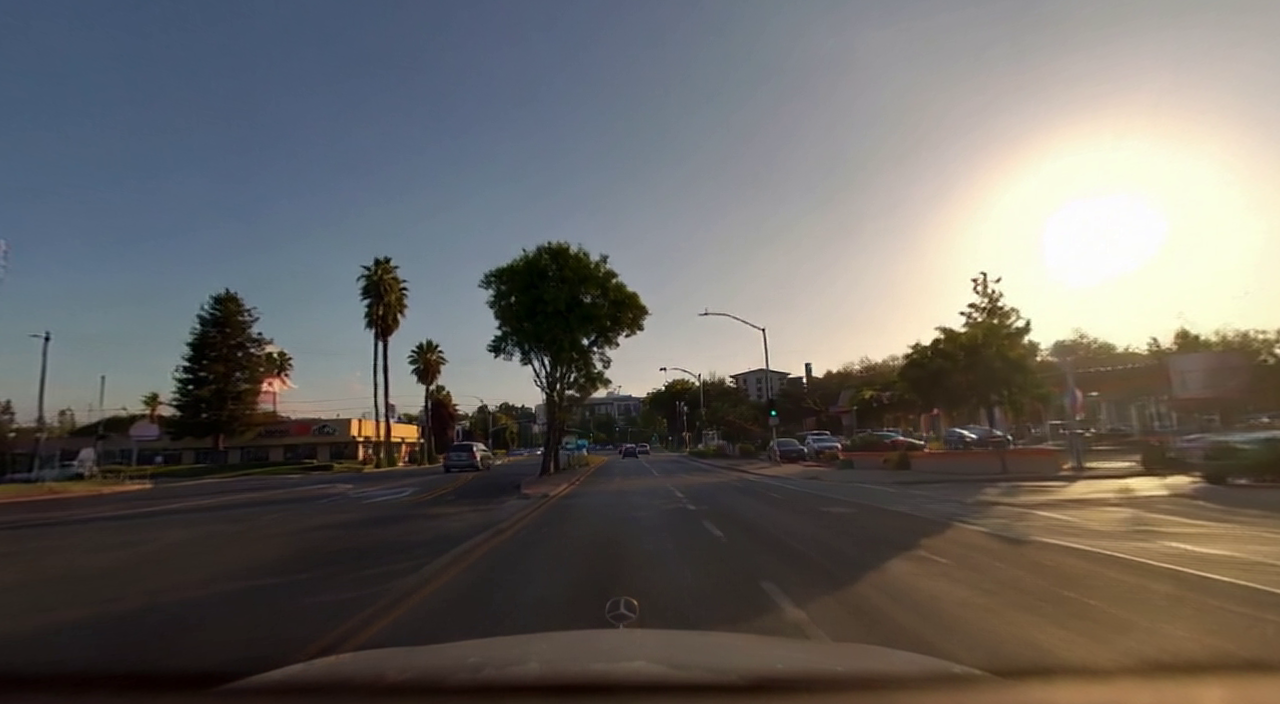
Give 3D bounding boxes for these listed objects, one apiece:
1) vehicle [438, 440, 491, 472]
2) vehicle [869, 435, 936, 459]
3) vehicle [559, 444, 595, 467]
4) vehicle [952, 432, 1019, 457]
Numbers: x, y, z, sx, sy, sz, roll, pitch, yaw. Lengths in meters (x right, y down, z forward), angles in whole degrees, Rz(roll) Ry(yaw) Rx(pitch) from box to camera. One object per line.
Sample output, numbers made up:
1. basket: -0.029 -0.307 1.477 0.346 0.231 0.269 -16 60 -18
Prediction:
1. vehicle: -10.391 6.206 37.765 2.022 1.746 4.406 0 -9 -1
2. vehicle: 20.039 7.245 48.249 4.548 1.741 1.971 -5 -10 25
3. vehicle: -4.285 7.113 43.375 2.181 1.483 4.123 0 -9 -2
4. vehicle: 26.409 7.086 48.476 4.294 1.705 2.233 -6 -10 25
